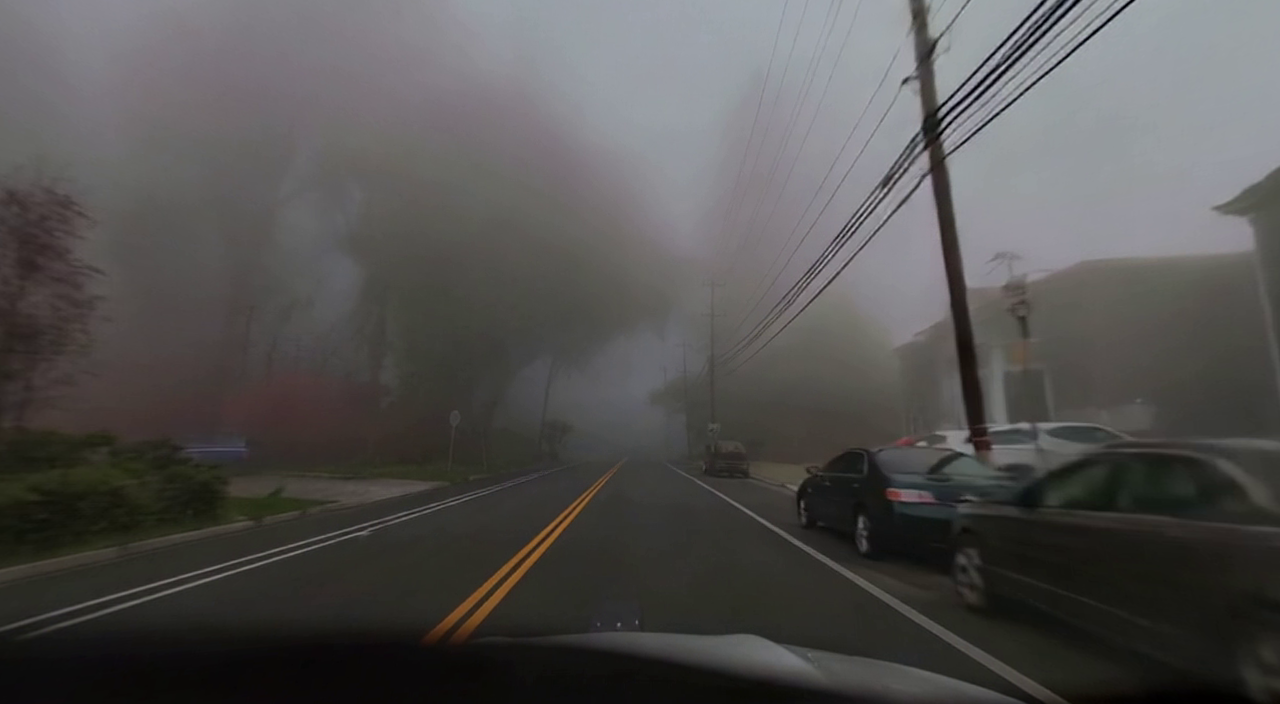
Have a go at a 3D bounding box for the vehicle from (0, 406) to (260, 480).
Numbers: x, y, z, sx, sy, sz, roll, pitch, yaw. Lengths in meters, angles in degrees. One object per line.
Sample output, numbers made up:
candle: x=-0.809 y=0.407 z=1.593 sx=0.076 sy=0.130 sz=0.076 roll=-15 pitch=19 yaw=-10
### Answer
vehicle: x=-21.366 y=3.833 z=27.644 sx=2.970 sy=2.515 sz=10.445 roll=-2 pitch=-7 yaw=0

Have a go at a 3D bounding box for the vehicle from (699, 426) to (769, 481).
vehicle: x=3.765 y=4.170 z=26.206 sx=2.088 sy=2.019 sz=4.802 roll=0 pitch=-8 yaw=-1

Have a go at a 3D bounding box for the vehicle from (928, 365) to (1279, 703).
vehicle: x=3.555 y=0.973 z=3.127 sx=1.955 sy=1.665 sz=4.818 roll=0 pitch=-8 yaw=0
